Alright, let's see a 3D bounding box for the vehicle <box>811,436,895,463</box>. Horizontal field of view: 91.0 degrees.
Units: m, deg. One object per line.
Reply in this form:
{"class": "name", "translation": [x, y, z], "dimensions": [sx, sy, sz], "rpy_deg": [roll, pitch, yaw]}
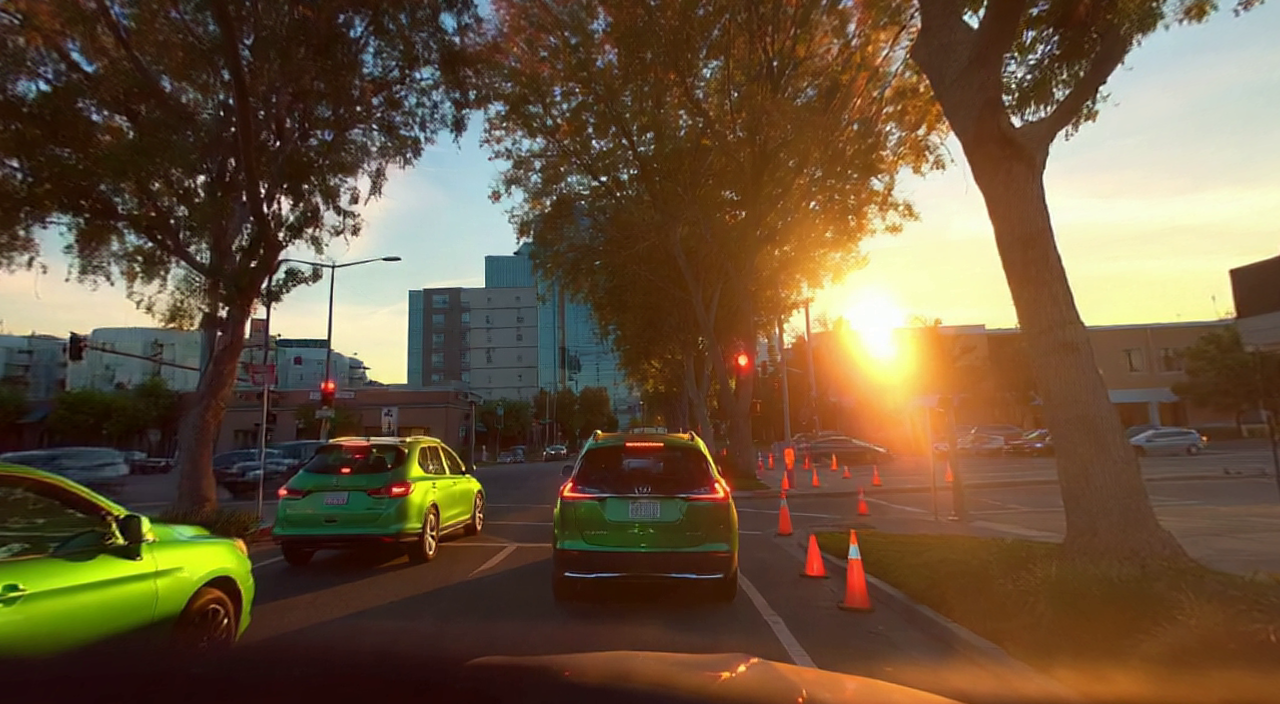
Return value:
{"class": "vehicle", "translation": [13.809, 6.363, 41.053], "dimensions": [4.805, 1.688, 1.923], "rpy_deg": [-2, -9, 7]}

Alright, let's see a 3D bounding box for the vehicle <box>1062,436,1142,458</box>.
{"class": "vehicle", "translation": [36.624, 7.559, 49.997], "dimensions": [4.791, 1.635, 1.857], "rpy_deg": [0, -9, 1]}

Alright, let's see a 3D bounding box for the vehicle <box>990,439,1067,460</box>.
{"class": "vehicle", "translation": [29.070, 7.327, 47.232], "dimensions": [4.581, 1.480, 1.752], "rpy_deg": [1, -9, 0]}

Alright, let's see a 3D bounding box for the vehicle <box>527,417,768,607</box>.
{"class": "vehicle", "translation": [0.103, 1.627, 7.211], "dimensions": [2.021, 1.560, 3.676], "rpy_deg": [0, -9, 1]}

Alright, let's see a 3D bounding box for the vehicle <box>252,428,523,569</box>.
{"class": "vehicle", "translation": [-3.277, 1.997, 9.447], "dimensions": [1.989, 1.541, 4.626], "rpy_deg": [0, -9, 2]}

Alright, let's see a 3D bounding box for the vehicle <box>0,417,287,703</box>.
{"class": "vehicle", "translation": [-3.591, 0.950, 2.143], "dimensions": [1.964, 1.497, 4.722], "rpy_deg": [0, -9, 1]}
